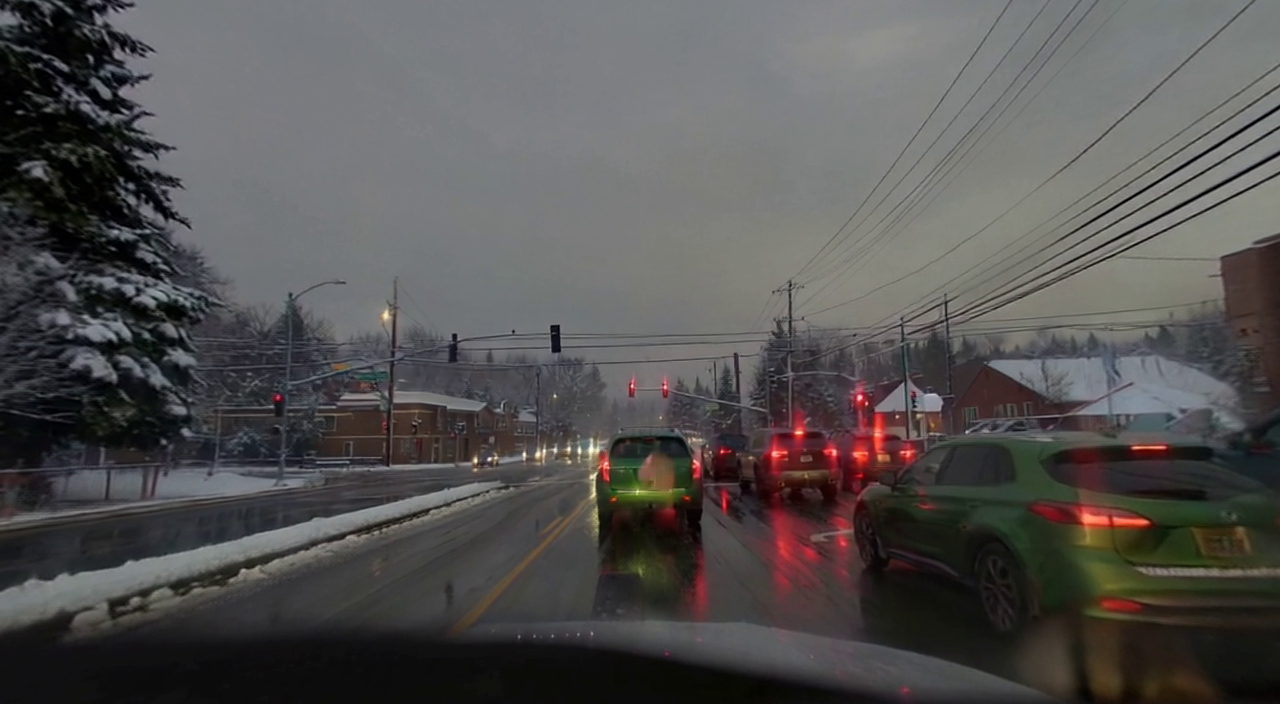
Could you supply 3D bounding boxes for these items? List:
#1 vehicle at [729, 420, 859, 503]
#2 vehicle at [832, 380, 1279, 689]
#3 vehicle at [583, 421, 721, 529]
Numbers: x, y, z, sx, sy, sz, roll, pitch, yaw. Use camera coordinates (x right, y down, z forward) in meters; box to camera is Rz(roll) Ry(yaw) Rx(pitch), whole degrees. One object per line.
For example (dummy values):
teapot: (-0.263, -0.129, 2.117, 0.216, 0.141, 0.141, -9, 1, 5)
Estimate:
vehicle: (3.698, 2.747, 16.229, 2.060, 1.789, 4.712, 0, -9, -1)
vehicle: (3.339, 1.273, 5.526, 1.998, 1.620, 4.267, 0, -9, 1)
vehicle: (0.185, 2.216, 11.891, 2.149, 1.668, 3.962, 0, -9, 0)
